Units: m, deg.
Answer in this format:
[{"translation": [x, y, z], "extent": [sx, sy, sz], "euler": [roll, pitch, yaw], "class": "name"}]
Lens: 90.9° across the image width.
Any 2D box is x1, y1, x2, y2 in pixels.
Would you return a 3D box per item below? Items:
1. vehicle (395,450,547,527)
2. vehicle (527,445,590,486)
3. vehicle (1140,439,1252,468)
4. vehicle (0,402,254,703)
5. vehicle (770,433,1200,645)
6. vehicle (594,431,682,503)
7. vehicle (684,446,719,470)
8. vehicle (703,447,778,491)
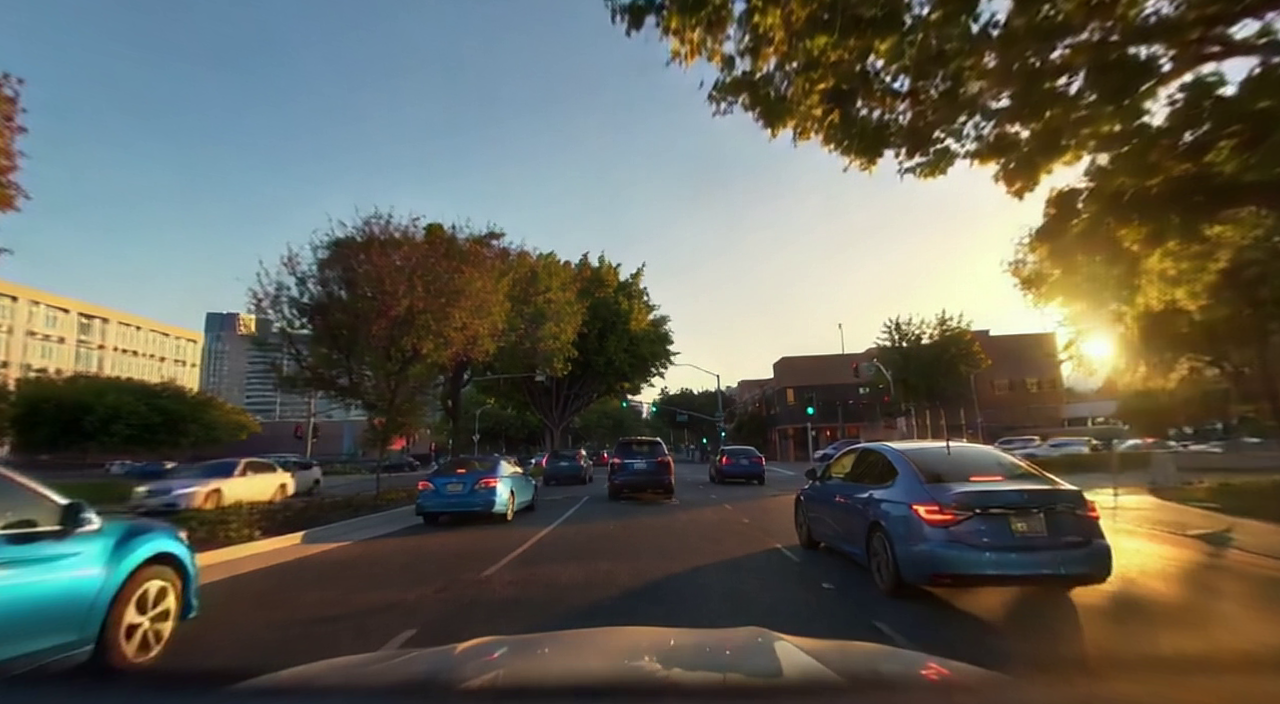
[{"translation": [-3.397, 2.820, 13.579], "extent": [2.115, 1.369, 3.908], "euler": [0, -8, 1], "class": "vehicle"}, {"translation": [-3.443, 4.883, 27.433], "extent": [2.130, 1.645, 3.995], "euler": [0, -8, 1], "class": "vehicle"}, {"translation": [33.511, 6.140, 38.166], "extent": [4.534, 1.680, 2.002], "euler": [-3, -9, 22], "class": "vehicle"}, {"translation": [-4.021, 0.960, 2.572], "extent": [2.173, 1.536, 4.285], "euler": [0, -8, 0], "class": "vehicle"}, {"translation": [2.921, 1.667, 6.796], "extent": [2.052, 1.475, 4.540], "euler": [0, -8, 0], "class": "vehicle"}, {"translation": [-0.041, 3.423, 19.208], "extent": [2.361, 1.898, 4.465], "euler": [0, -8, 1], "class": "vehicle"}, {"translation": [4.628, 8.027, 48.027], "extent": [2.220, 1.706, 4.178], "euler": [0, -8, 0], "class": "vehicle"}, {"translation": [3.620, 4.296, 23.500], "extent": [2.058, 1.472, 4.317], "euler": [0, -8, -1], "class": "vehicle"}]
